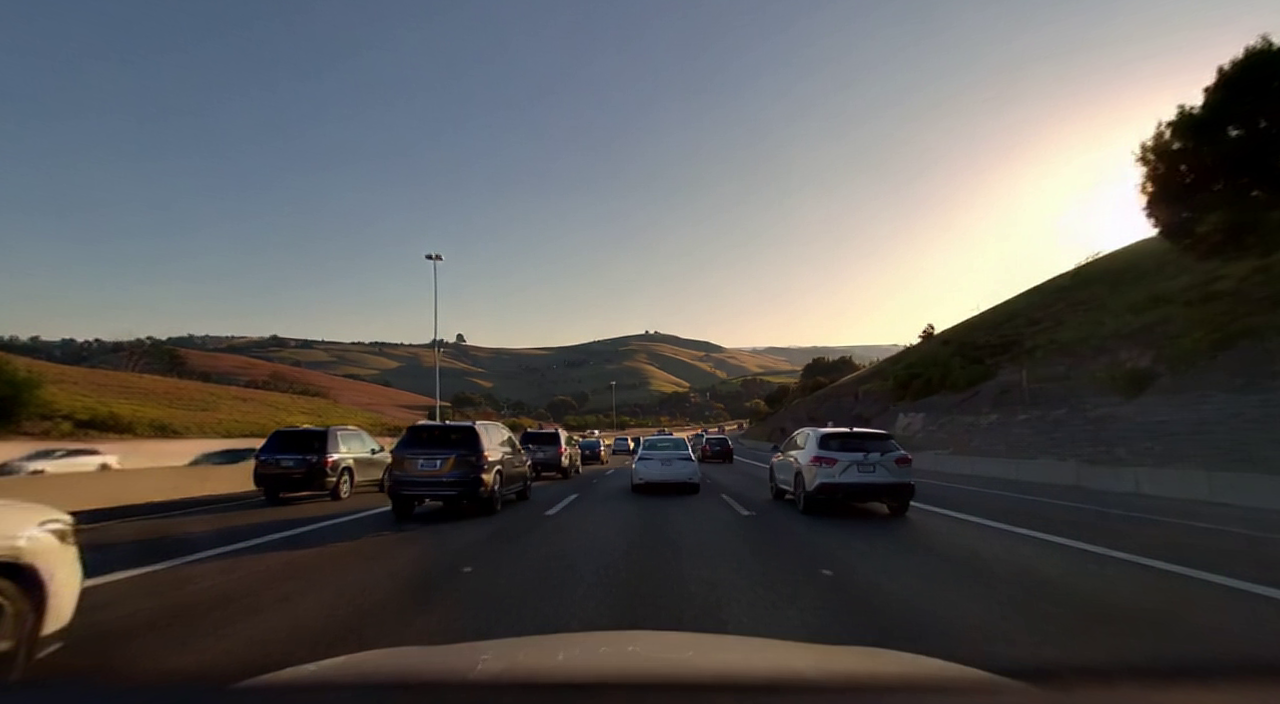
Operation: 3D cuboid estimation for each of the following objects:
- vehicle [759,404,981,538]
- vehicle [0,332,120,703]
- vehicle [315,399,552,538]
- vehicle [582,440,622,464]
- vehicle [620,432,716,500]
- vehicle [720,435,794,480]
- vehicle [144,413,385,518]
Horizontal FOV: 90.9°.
[{"bbox_3d":[3.481,1.906,10.688,2.046,1.765,4.534,0,-8,0],"label":"vehicle"},{"bbox_3d":[-3.604,0.541,0.728,2.179,1.723,4.410,0,-8,1],"label":"vehicle"},{"bbox_3d":[-3.228,1.987,11.440,2.301,1.902,5.374,0,-8,2],"label":"vehicle"},{"bbox_3d":[-2.272,6.113,38.664,1.973,1.378,3.677,-1,-8,4],"label":"vehicle"},{"bbox_3d":[0.651,2.820,16.022,2.105,1.471,4.349,0,-8,1],"label":"vehicle"},{"bbox_3d":[4.157,3.832,23.135,1.930,1.474,4.376,0,-8,1],"label":"vehicle"},{"bbox_3d":[-7.476,2.308,13.347,2.017,1.810,4.782,0,-8,2],"label":"vehicle"}]
